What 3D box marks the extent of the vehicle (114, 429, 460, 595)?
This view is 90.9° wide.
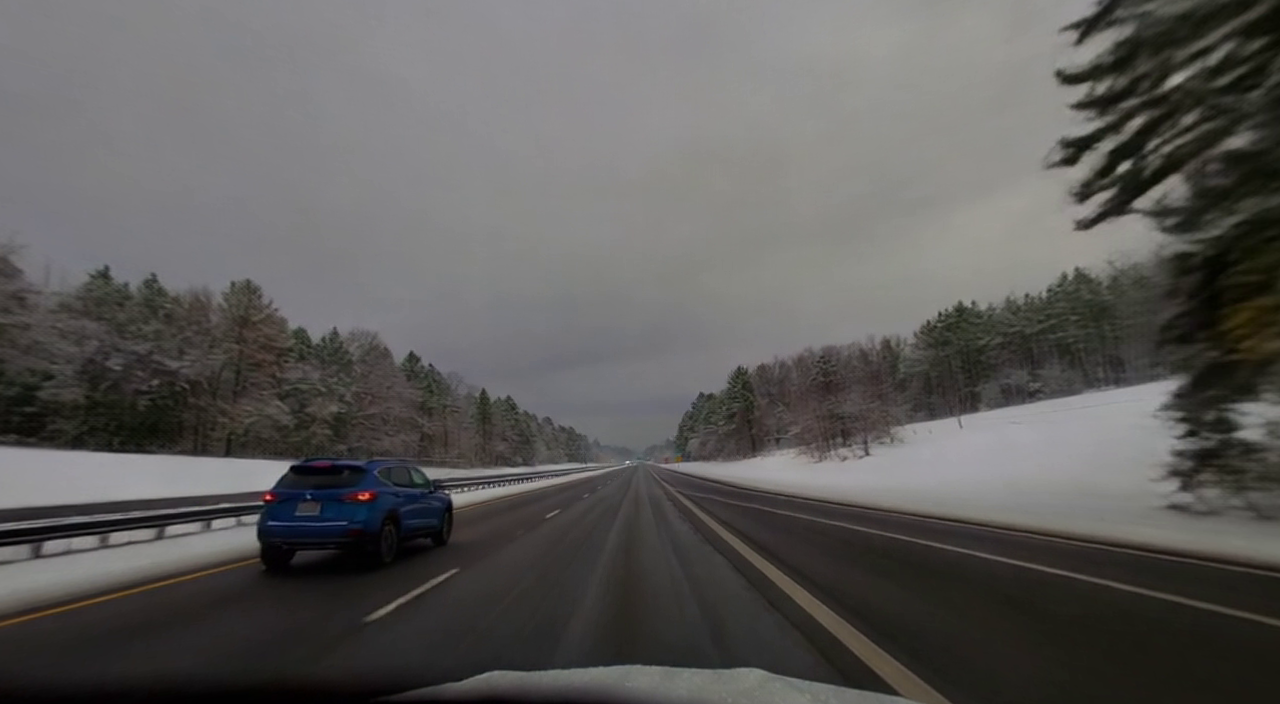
[{"bbox_3d":[-4.165,2.022,8.681,1.928,1.593,4.871,1,-10,0],"label":"vehicle"}]
